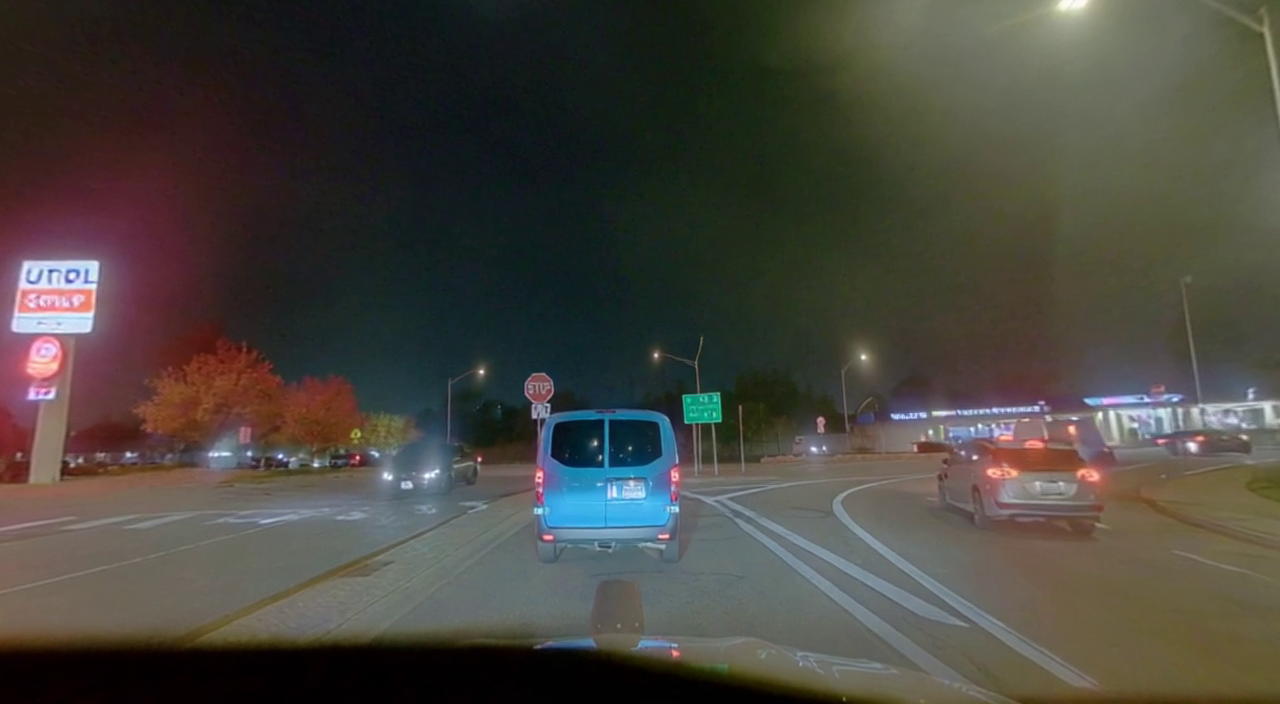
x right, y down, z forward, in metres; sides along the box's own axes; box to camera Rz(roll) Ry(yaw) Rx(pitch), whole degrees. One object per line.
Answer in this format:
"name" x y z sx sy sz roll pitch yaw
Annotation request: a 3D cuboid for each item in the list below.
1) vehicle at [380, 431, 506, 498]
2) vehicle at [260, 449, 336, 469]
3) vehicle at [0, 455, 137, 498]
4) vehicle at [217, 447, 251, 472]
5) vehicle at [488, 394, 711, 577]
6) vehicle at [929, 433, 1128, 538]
"vehicle" -5.658 3.302 18.878 1.985 1.710 4.651 -1 -9 4
"vehicle" -26.185 8.195 48.523 4.670 1.472 1.851 1 -9 -8
"vehicle" -21.445 4.536 23.383 2.038 1.392 4.362 0 -9 0
"vehicle" -29.941 7.889 46.631 1.913 1.682 4.120 5 -10 -31
"vehicle" -0.338 1.689 8.707 2.237 1.828 4.546 0 -9 2
"vehicle" 6.869 2.342 11.851 2.079 1.504 4.828 -3 -9 19
